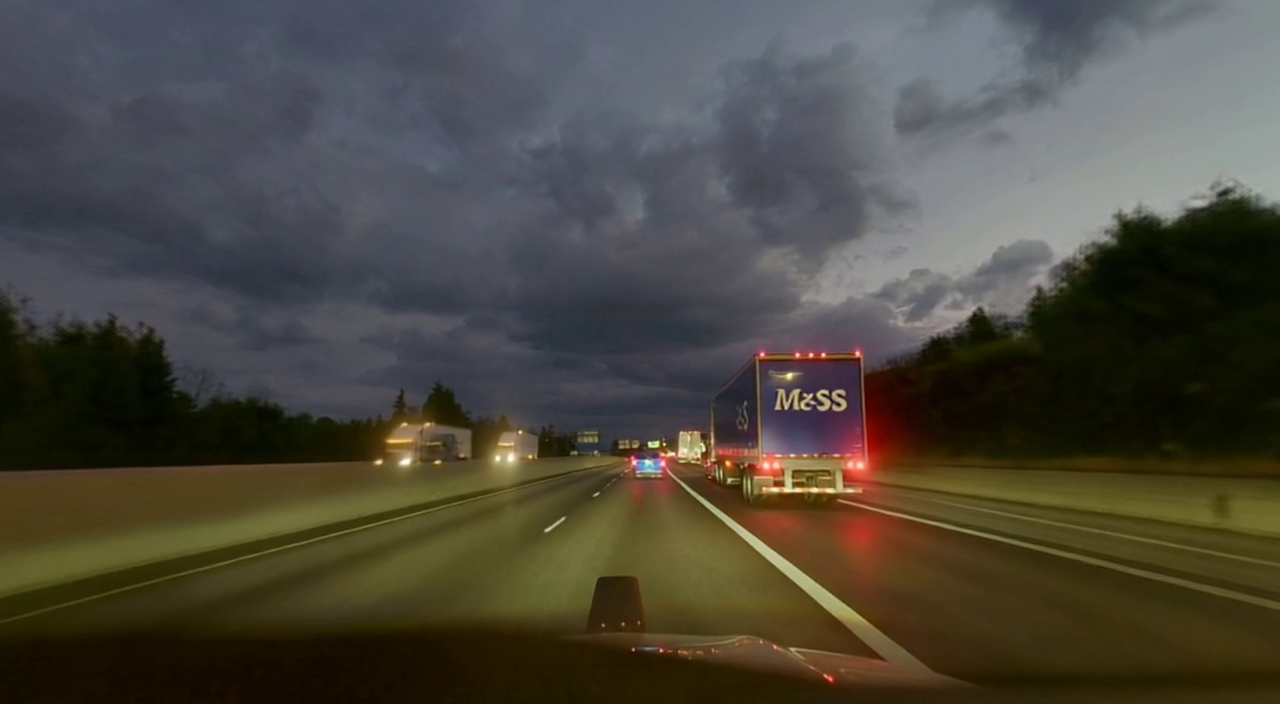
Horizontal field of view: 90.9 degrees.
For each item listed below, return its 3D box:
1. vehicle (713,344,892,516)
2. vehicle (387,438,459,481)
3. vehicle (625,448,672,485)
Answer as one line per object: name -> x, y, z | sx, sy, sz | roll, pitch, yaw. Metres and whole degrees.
vehicle -> 4.691, 2.926, 22.184 | 3.002, 4.104, 14.174 | 0, -9, 2
vehicle -> -13.384, 6.673, 39.400 | 2.348, 2.494, 5.681 | 0, -9, 1
vehicle -> 0.433, 5.518, 30.661 | 2.121, 1.642, 3.828 | 0, -9, 1
